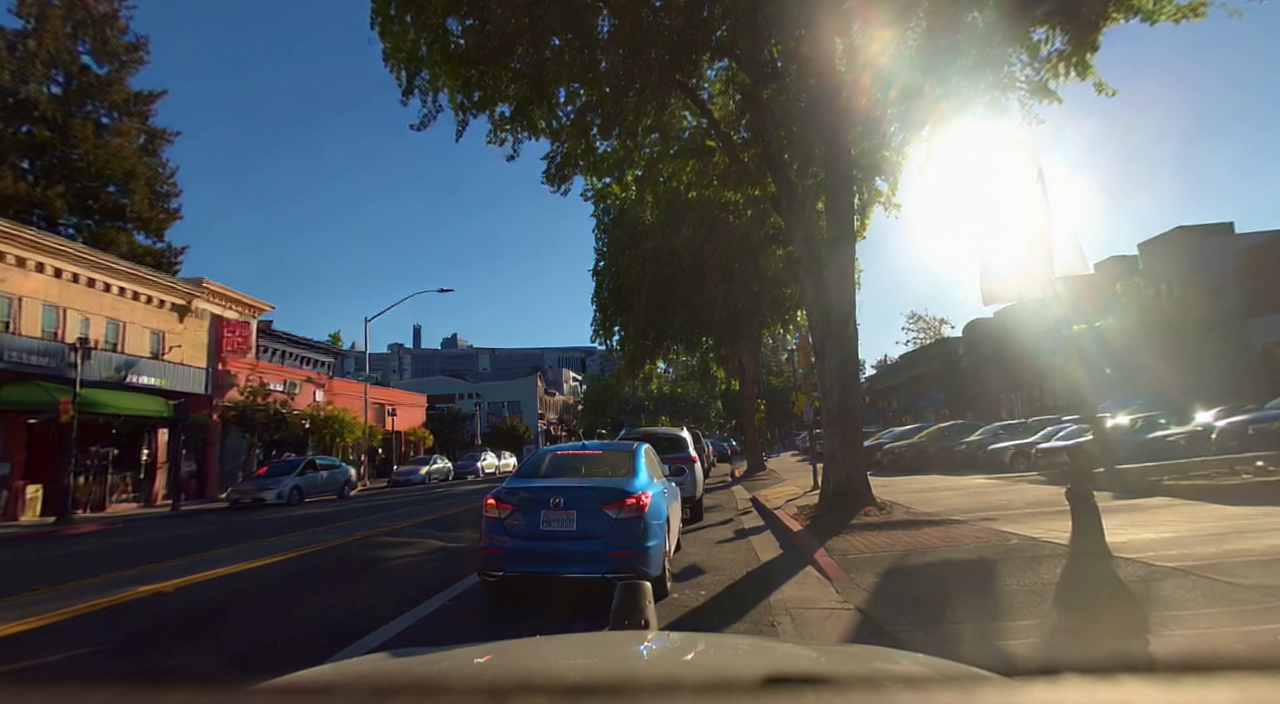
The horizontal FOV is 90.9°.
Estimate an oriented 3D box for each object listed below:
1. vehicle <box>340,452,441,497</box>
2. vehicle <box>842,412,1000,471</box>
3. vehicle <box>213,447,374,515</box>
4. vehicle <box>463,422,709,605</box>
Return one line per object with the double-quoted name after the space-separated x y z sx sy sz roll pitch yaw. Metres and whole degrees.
-10.259 5.032 26.284 1.826 1.432 4.556 -7 -9 8 "vehicle"
9.013 2.828 20.230 4.558 1.528 1.915 0 -8 -23 "vehicle"
-11.007 4.068 20.593 2.081 1.718 5.342 -6 -9 3 "vehicle"
-0.271 1.634 7.301 1.939 1.478 3.922 -1 -8 9 "vehicle"
